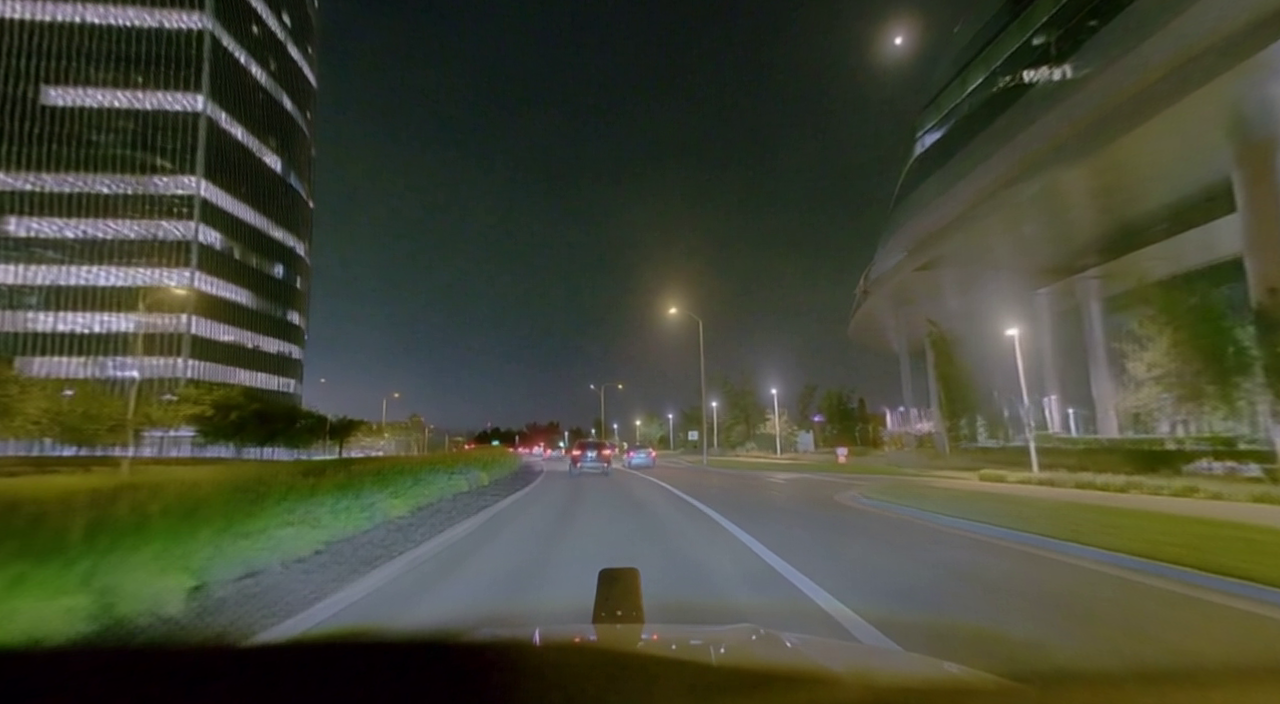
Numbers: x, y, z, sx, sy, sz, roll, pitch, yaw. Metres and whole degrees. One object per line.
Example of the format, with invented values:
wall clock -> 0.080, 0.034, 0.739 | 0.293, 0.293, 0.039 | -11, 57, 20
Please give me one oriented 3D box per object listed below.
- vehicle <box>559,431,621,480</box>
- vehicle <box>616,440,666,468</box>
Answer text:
vehicle -> -2.090, 4.096, 25.116 | 2.173, 1.761, 4.374 | 1, -9, -8
vehicle -> -0.016, 5.924, 36.574 | 2.116, 1.506, 4.355 | 2, -9, -10
